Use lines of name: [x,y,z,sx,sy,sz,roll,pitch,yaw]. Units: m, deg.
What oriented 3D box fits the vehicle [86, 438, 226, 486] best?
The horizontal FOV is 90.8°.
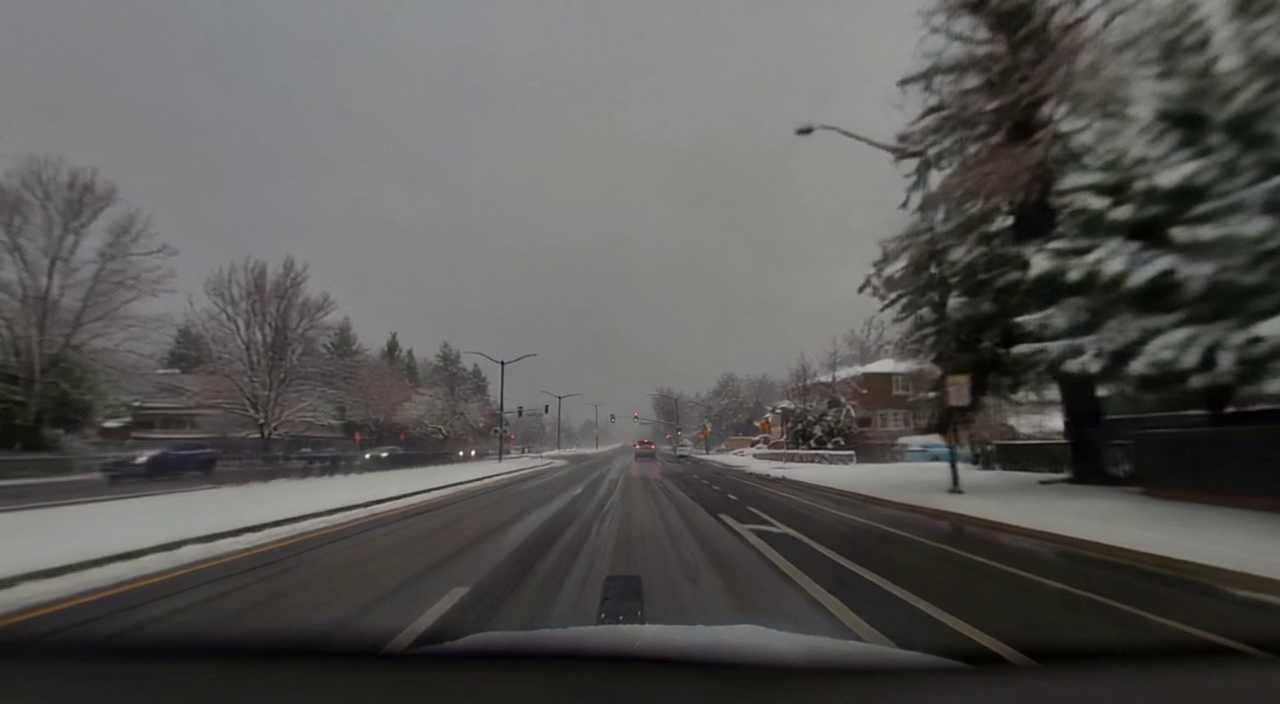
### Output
vehicle: [-19.846,4.529,26.271,1.984,1.790,4.830,0,-9,0]
